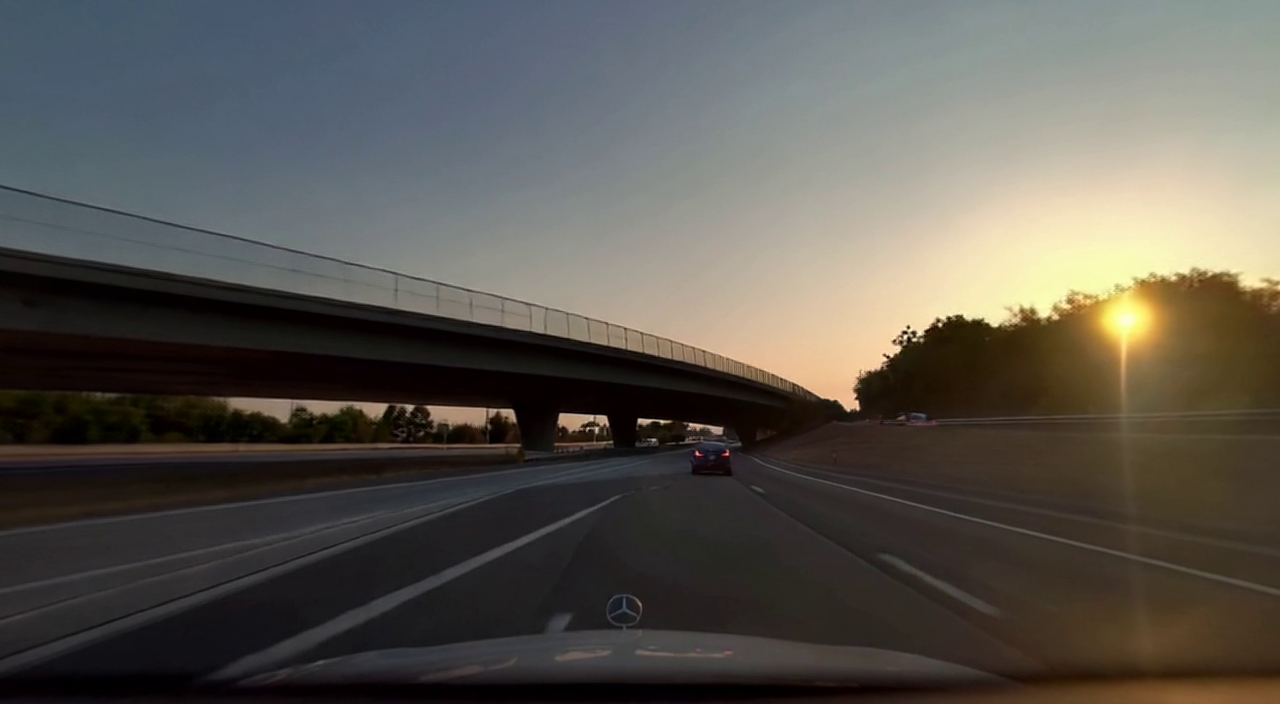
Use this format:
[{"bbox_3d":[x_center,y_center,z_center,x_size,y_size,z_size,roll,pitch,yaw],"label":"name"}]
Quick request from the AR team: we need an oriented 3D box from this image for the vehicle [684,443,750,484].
[{"bbox_3d":[2.849,4.235,24.307,2.124,1.405,4.398,0,-8,2],"label":"vehicle"}]
